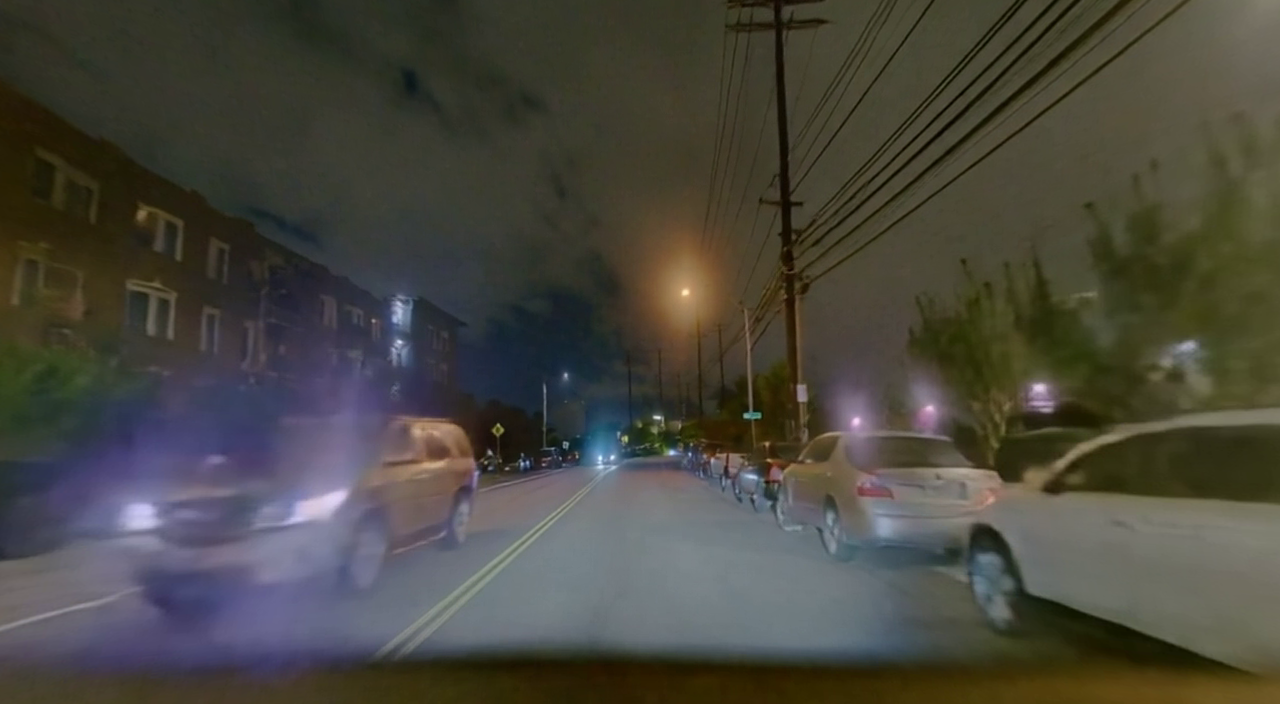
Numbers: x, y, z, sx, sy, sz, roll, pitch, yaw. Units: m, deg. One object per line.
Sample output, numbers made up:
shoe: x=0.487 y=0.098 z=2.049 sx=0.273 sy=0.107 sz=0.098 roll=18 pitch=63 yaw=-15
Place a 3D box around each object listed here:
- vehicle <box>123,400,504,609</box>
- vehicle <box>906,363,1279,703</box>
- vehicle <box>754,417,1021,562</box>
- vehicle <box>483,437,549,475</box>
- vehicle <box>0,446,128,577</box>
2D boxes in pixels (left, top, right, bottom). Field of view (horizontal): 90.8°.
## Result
vehicle: x=-3.187 y=1.593 z=7.527 sx=2.103 sy=1.721 sz=4.473 roll=0 pitch=-8 yaw=0
vehicle: x=3.472 y=1.043 z=3.623 sx=1.936 sy=1.641 sz=4.434 roll=0 pitch=-9 yaw=0
vehicle: x=3.210 y=1.876 z=9.369 sx=2.037 sy=1.622 sz=4.270 roll=0 pitch=-9 yaw=-3
vehicle: x=-6.381 y=5.490 z=33.076 sx=2.081 sy=1.760 sz=4.598 roll=0 pitch=-11 yaw=6
vehicle: x=-9.746 y=2.119 z=7.956 sx=4.703 sy=1.523 sz=1.988 roll=-1 pitch=-7 yaw=-21
